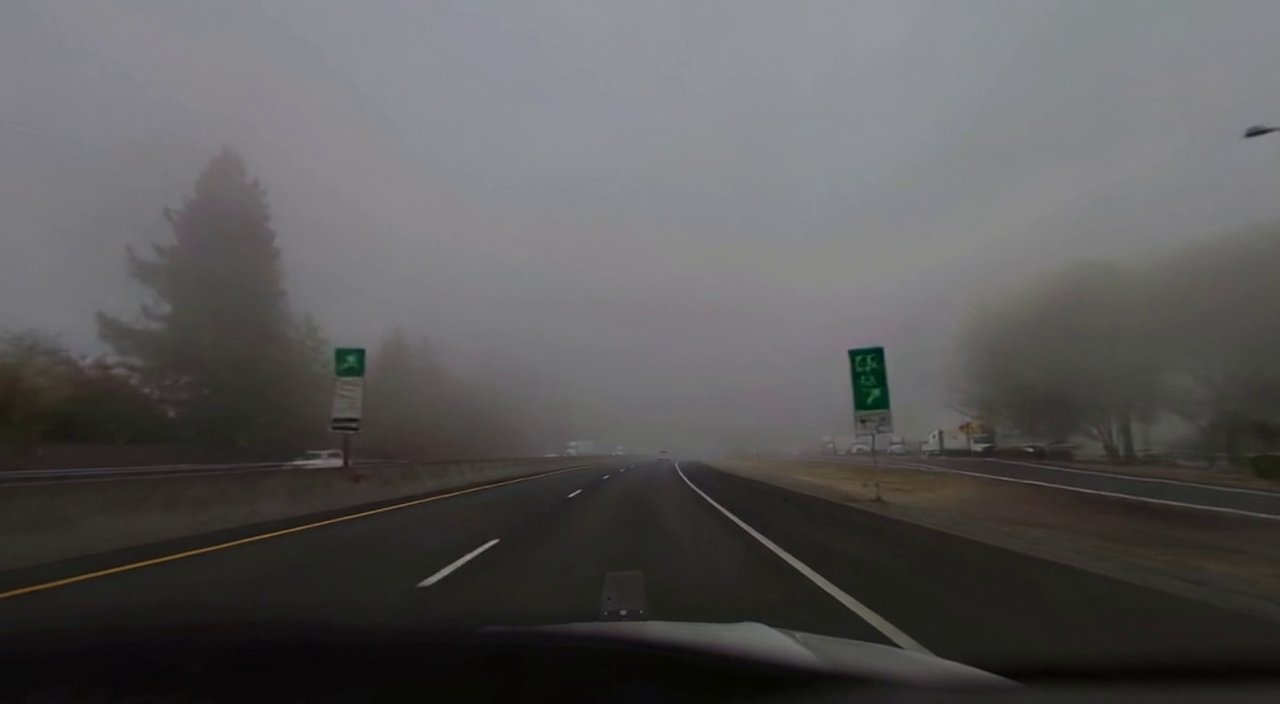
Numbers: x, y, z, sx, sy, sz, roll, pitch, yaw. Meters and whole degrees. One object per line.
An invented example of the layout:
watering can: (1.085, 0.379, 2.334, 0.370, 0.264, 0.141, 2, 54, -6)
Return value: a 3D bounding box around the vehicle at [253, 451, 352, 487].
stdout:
vehicle: (-15.758, 5.456, 29.738, 1.922, 1.483, 4.676, -1, -9, 2)
